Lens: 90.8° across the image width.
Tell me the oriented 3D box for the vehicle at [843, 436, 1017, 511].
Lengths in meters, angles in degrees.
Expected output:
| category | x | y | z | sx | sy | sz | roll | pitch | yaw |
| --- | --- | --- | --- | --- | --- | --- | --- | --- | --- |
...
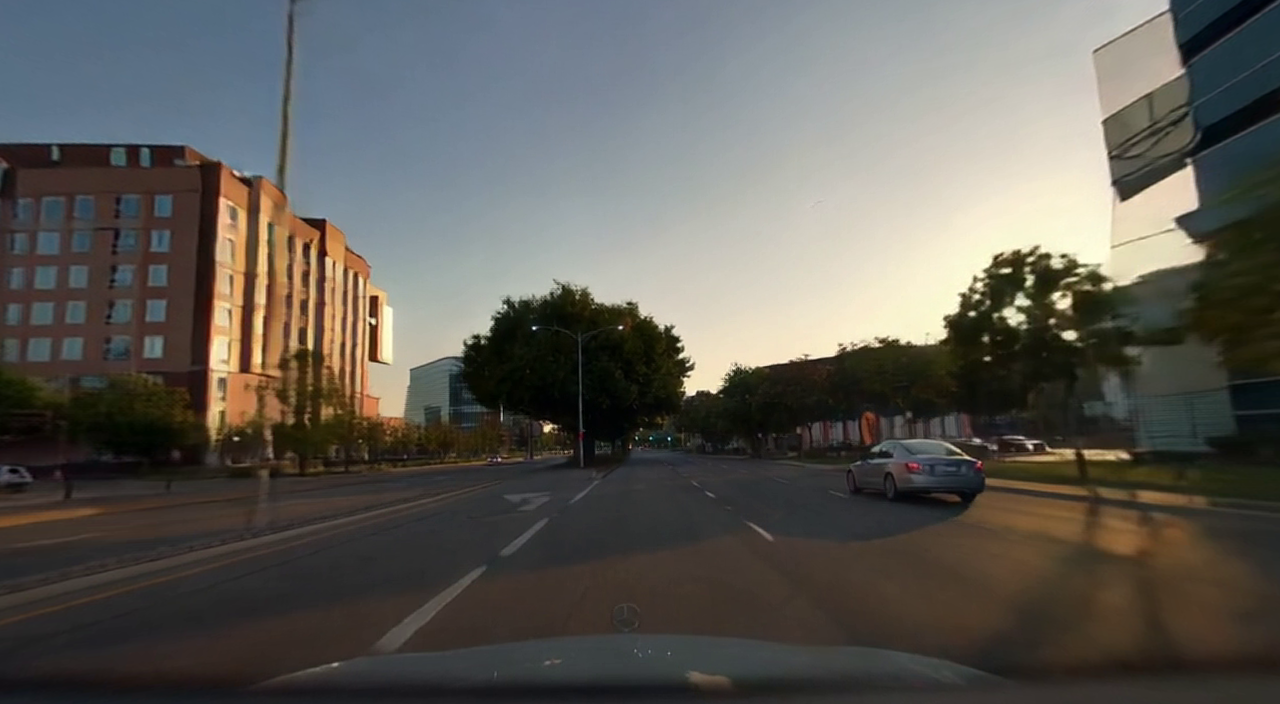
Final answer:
| category | x | y | z | sx | sy | sz | roll | pitch | yaw |
| --- | --- | --- | --- | --- | --- | --- | --- | --- | --- |
| vehicle | 6.703 | 2.846 | 15.330 | 1.913 | 1.504 | 4.738 | 0 | -8 | -1 |
